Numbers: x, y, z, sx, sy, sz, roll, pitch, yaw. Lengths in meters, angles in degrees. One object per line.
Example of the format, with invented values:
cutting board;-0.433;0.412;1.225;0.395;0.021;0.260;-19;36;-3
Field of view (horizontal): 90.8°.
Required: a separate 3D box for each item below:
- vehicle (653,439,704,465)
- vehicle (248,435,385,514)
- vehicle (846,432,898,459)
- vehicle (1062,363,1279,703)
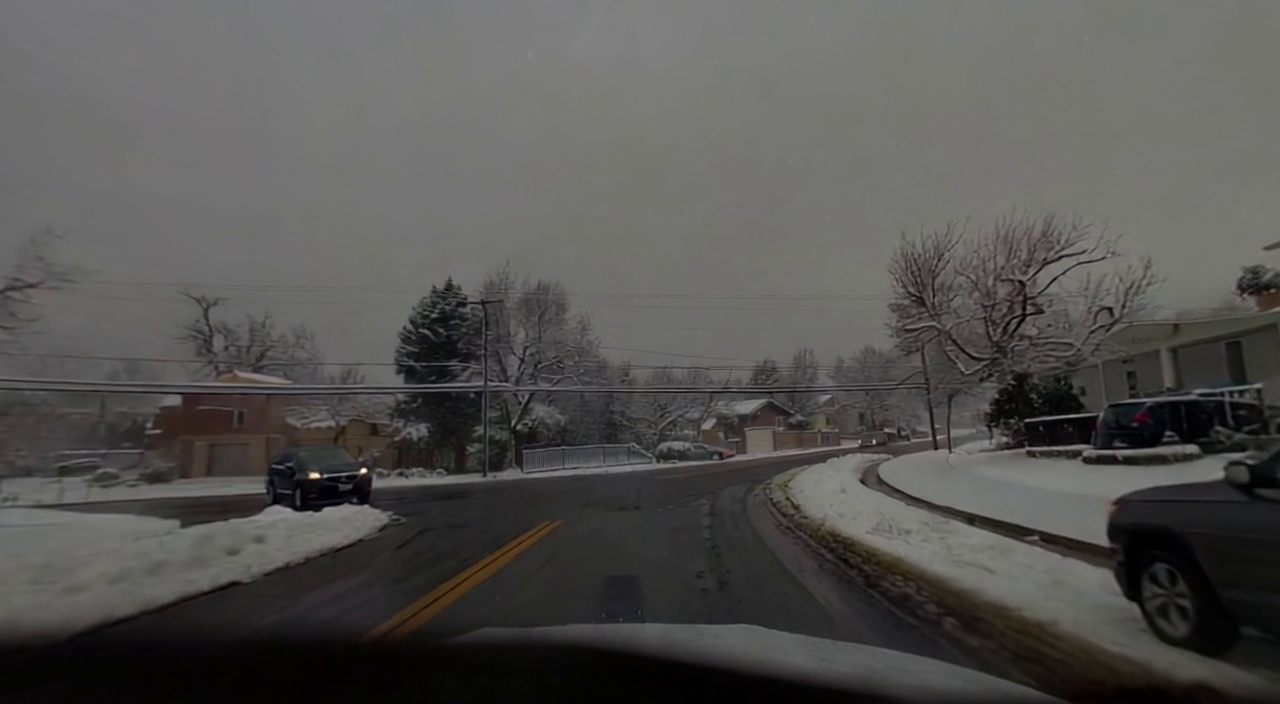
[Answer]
vehicle;2.772;7.074;44.289;2.095;1.711;4.307;-5;-11;25
vehicle;-8.298;3.003;16.014;1.984;1.683;4.270;7;-11;-41
vehicle;15.609;6.277;42.388;2.097;1.679;4.633;-6;-10;34
vehicle;4.236;0.814;2.477;2.105;1.705;4.392;0;-9;0
